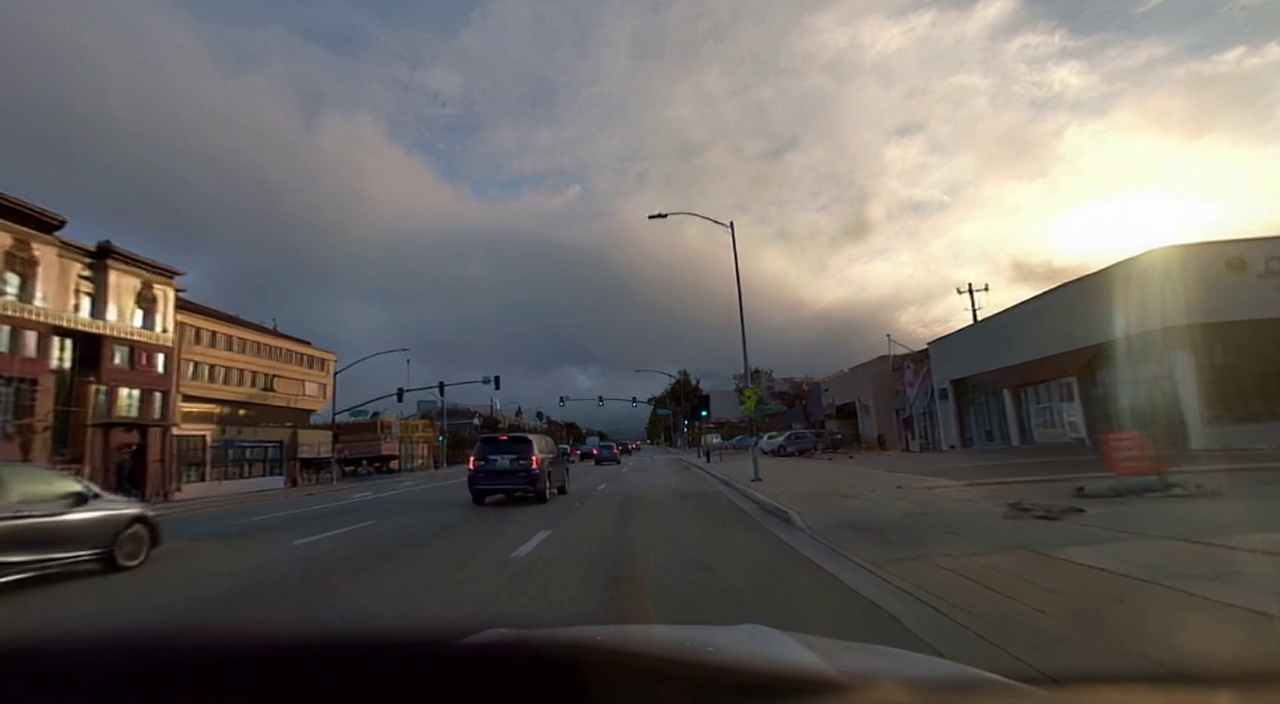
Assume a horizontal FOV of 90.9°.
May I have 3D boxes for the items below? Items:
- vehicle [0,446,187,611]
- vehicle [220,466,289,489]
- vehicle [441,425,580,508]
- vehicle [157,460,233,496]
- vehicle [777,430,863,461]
[{"bbox_3d":[-6.659,1.546,5.419,1.950,1.450,4.657,0,-8,2],"label":"vehicle"},{"bbox_3d":[-28.843,9.348,47.190,3.971,1.500,1.887,8,-12,-43],"label":"vehicle"},{"bbox_3d":[-3.008,2.821,15.962,2.277,1.743,4.893,-1,-8,2],"label":"vehicle"},{"bbox_3d":[-28.250,7.992,40.057,3.755,1.646,1.961,-3,-8,-40],"label":"vehicle"},{"bbox_3d":[10.304,5.406,36.435,4.361,1.550,2.087,1,-12,3],"label":"vehicle"}]
